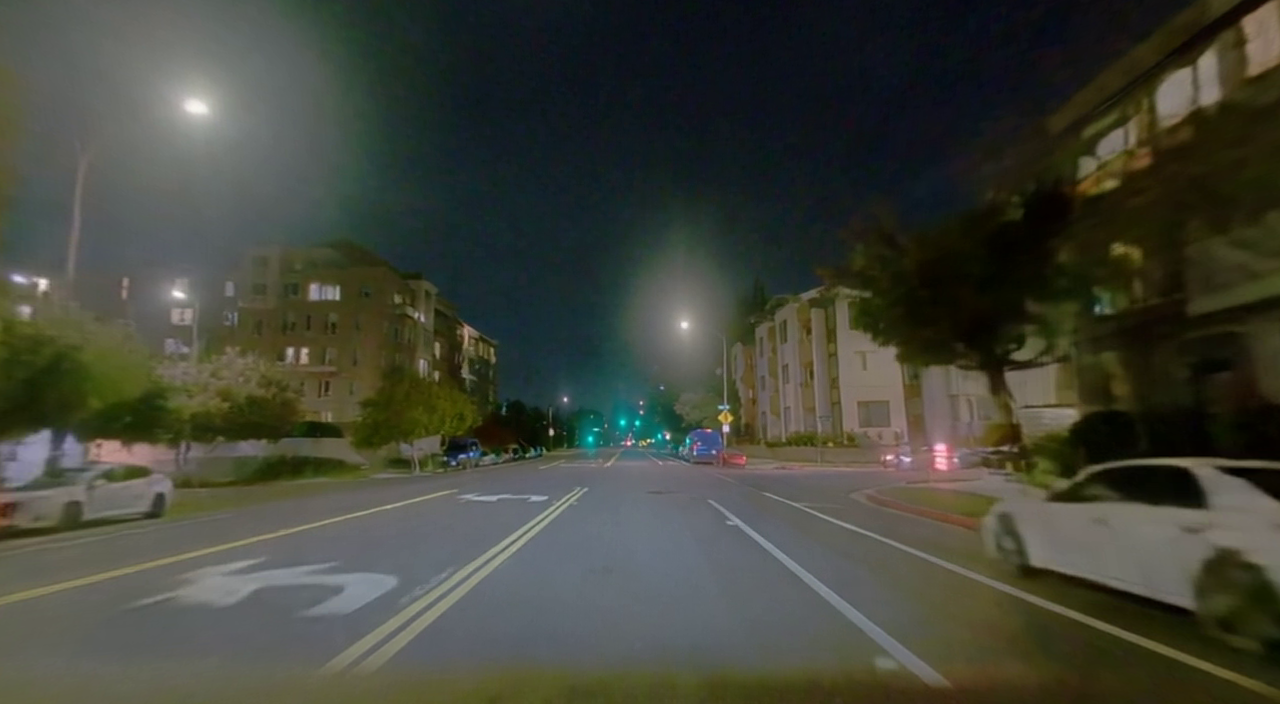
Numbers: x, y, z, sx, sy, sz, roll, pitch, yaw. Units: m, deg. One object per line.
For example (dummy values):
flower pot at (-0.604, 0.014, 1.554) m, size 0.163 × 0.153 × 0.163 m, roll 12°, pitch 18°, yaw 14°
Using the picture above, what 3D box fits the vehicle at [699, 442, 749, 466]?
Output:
vehicle at (5.338, 6.535, 40.758) m, size 1.848 × 1.468 × 4.332 m, roll 2°, pitch -9°, yaw -12°

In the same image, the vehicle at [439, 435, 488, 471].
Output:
vehicle at (-12.912, 7.397, 46.570) m, size 2.164 × 2.386 × 5.460 m, roll -2°, pitch -7°, yaw -1°

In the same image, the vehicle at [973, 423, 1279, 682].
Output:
vehicle at (4.884, 1.341, 4.677) m, size 2.059 × 1.546 × 4.985 m, roll 0°, pitch -8°, yaw -1°

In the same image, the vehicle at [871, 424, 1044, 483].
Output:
vehicle at (12.038, 3.801, 24.076) m, size 5.666 × 1.871 × 2.216 m, roll 0°, pitch -8°, yaw -14°

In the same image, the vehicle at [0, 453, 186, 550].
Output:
vehicle at (-12.408, 3.094, 13.687) m, size 1.920 × 1.629 × 4.599 m, roll -2°, pitch -8°, yaw -3°

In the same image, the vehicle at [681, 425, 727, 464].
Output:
vehicle at (4.599, 6.799, 46.286) m, size 2.414 × 2.670 × 5.833 m, roll 1°, pitch -8°, yaw -4°
